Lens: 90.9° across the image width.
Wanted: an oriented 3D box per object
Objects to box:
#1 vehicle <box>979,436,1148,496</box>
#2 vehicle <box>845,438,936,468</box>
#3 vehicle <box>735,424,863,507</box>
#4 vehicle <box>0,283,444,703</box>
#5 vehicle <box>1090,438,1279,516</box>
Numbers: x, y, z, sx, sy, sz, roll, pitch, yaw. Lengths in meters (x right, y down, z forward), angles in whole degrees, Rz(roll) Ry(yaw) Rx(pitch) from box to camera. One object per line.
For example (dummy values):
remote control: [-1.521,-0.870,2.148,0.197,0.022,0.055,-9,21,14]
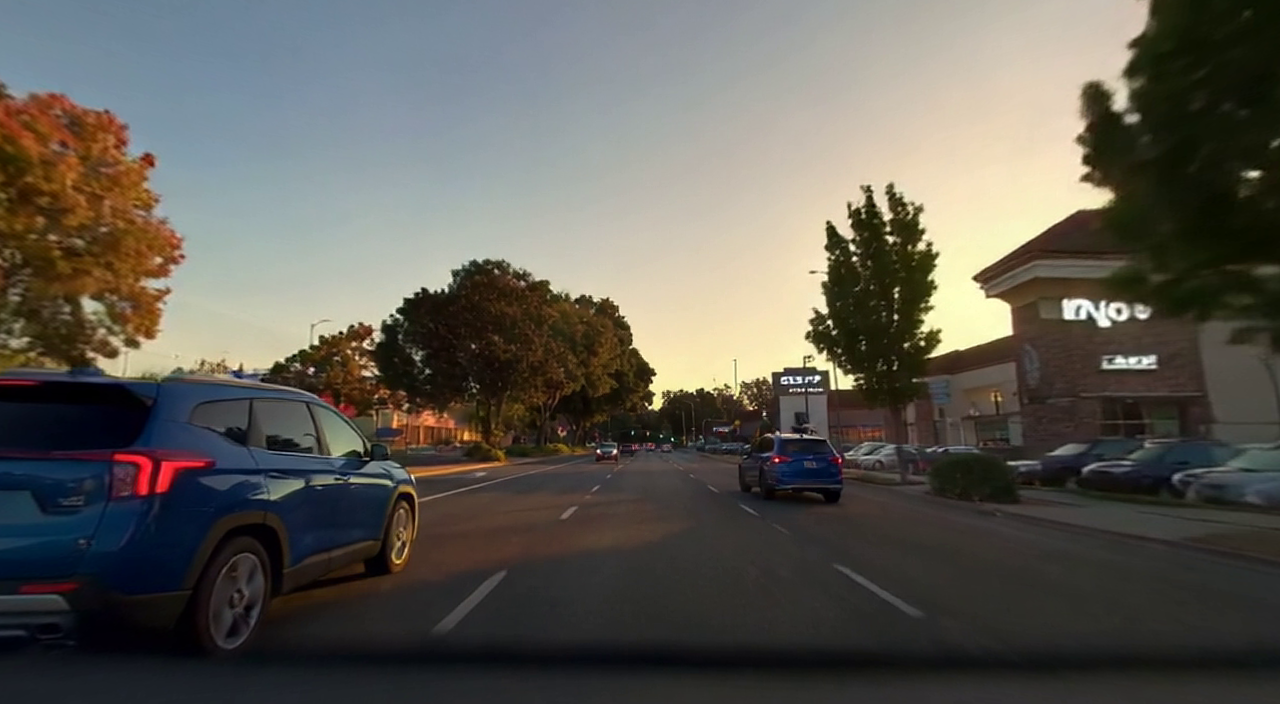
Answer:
vehicle: [13.351,3.597,20.406,1.880,1.671,5.180,0,-8,0]
vehicle: [15.146,6.110,38.255,4.647,1.725,1.991,0,-8,1]
vehicle: [3.823,2.819,16.079,2.024,1.773,4.431,1,-8,-1]
vehicle: [-3.399,1.009,4.881,2.210,1.925,4.838,0,-8,0]
vehicle: [13.350,2.839,14.987,1.845,1.497,4.709,-2,-8,1]
